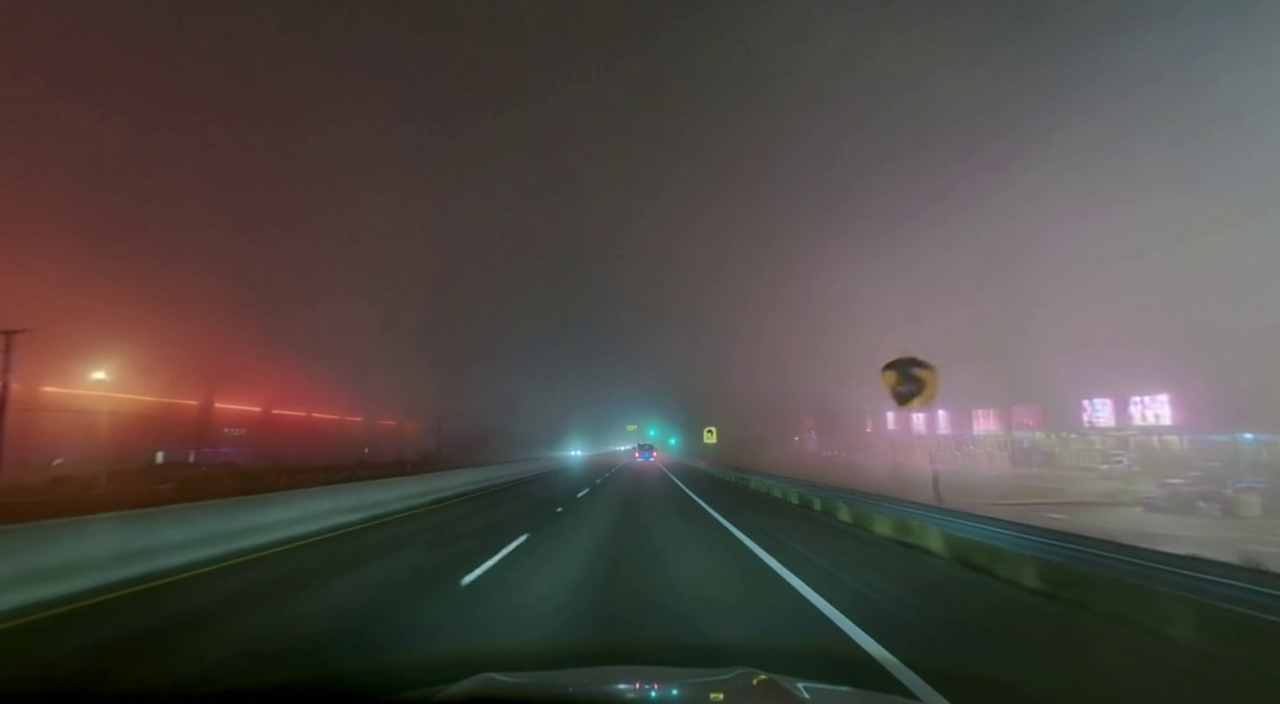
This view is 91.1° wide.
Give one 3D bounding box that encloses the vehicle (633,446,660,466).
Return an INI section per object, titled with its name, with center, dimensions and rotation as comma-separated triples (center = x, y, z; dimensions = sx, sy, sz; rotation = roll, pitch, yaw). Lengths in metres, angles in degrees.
[vehicle]
center = 0.465, 8.054, 48.712
dimensions = 2.014, 1.507, 3.960
rotation = 0, -9, 0
